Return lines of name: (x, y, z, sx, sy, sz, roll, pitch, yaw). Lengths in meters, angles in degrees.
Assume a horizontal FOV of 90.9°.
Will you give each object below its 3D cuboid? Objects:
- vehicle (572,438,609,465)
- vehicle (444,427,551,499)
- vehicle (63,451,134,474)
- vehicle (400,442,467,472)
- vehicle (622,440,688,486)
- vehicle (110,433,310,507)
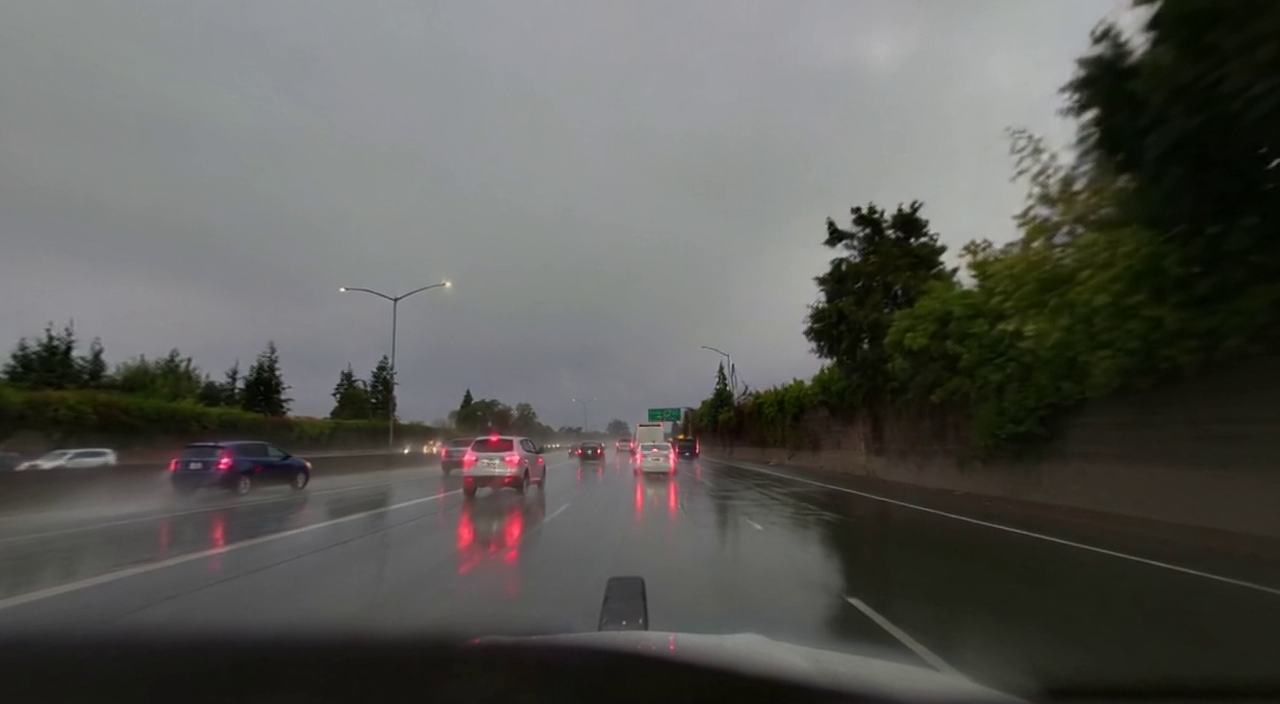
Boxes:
vehicle: (-3.084, 6.291, 39.986, 1.897, 1.646, 4.049, 0, -8, 1)
vehicle: (-3.728, 2.977, 17.330, 1.903, 1.721, 4.210, 0, -8, 1)
vehicle: (-36.045, 7.345, 42.050, 1.541, 1.414, 3.511, 0, -8, 1)
vehicle: (-10.730, 5.464, 33.128, 1.902, 1.478, 4.505, 0, -8, 1)
vehicle: (0.477, 3.732, 21.597, 2.054, 1.421, 4.090, 0, -8, 0)
vehicle: (-10.592, 2.909, 16.036, 1.941, 1.602, 4.277, 0, -8, 2)
